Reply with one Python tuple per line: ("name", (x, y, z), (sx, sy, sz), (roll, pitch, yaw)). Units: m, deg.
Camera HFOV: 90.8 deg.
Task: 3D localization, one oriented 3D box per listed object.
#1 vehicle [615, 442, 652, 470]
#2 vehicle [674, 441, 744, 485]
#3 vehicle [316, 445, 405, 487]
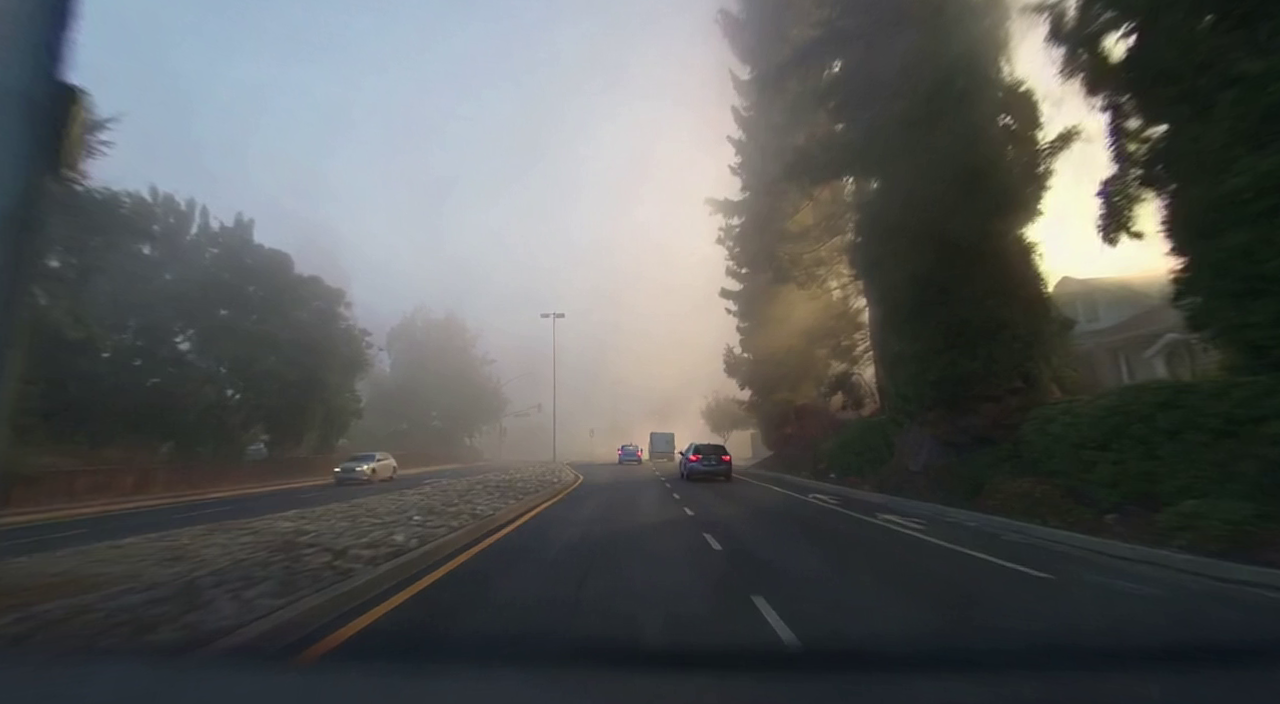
("vehicle", (-0.391, 6.101, 37.240), (2.018, 1.511, 3.993), (0, -8, -1))
("vehicle", (2.496, 4.141, 24.018), (2.057, 1.496, 4.401), (0, -8, -1))
("vehicle", (-12.466, 5.080, 28.569), (1.993, 1.708, 4.623), (0, -8, -1))
